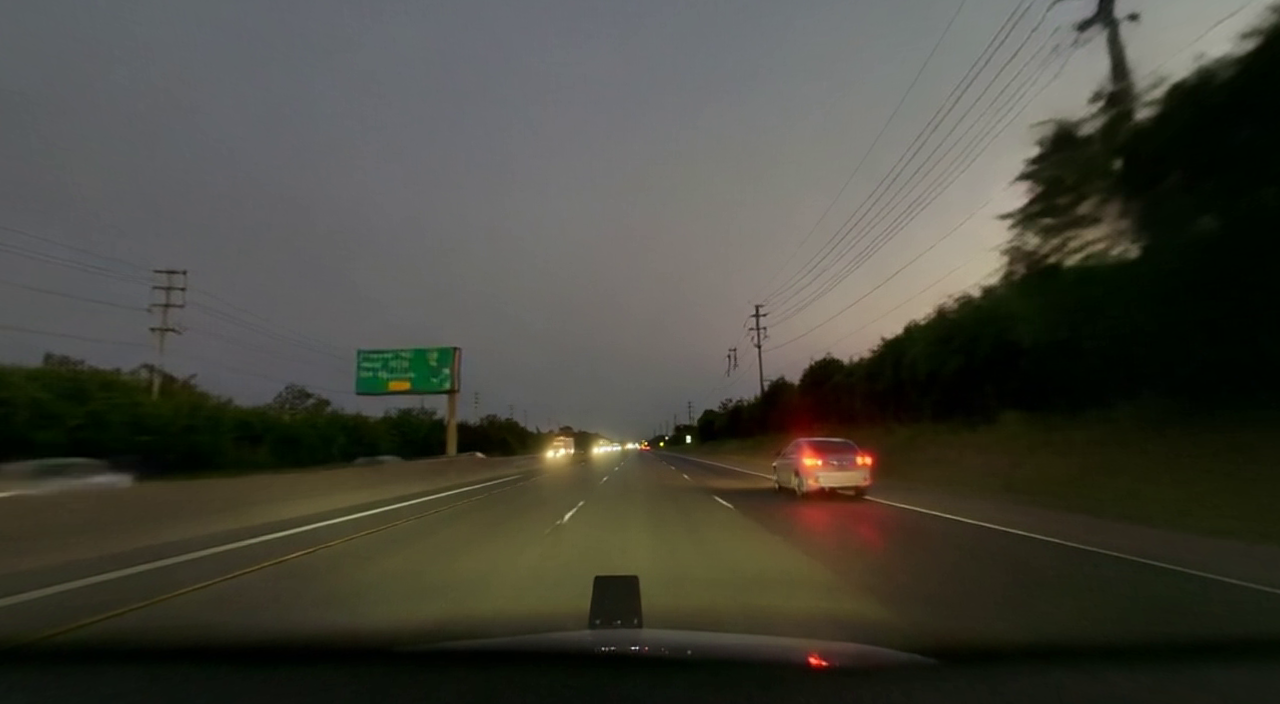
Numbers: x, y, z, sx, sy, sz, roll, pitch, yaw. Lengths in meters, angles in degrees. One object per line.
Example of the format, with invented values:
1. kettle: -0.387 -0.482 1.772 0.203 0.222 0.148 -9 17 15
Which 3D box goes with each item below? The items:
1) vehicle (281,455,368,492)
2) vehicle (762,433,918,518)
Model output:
1. vehicle: -14.877 5.726 29.820 2.032 1.541 4.080 0 -9 0
2. vehicle: 4.158 2.642 13.858 2.054 1.565 4.089 0 -9 -1
